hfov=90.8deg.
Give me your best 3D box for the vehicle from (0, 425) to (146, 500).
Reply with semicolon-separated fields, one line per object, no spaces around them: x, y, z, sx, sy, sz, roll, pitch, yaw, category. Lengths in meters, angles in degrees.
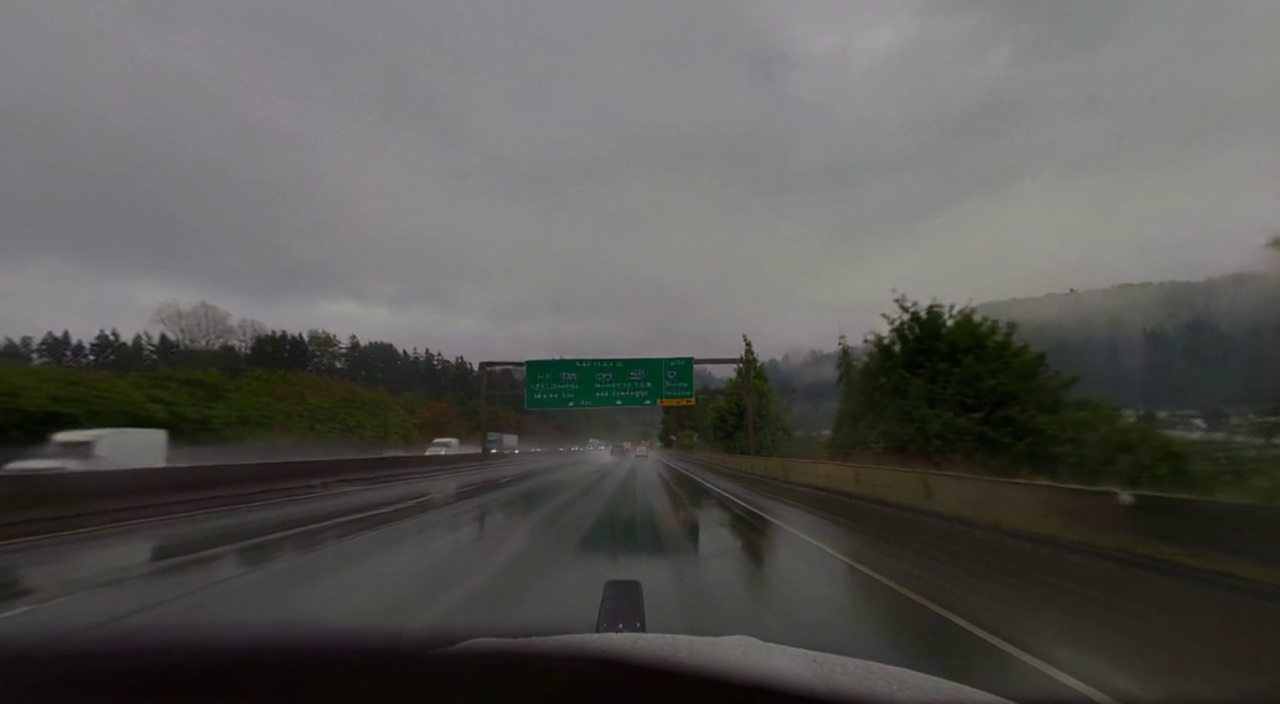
-24.170;4.467;25.881;2.629;2.666;6.284;0;-9;0;vehicle
